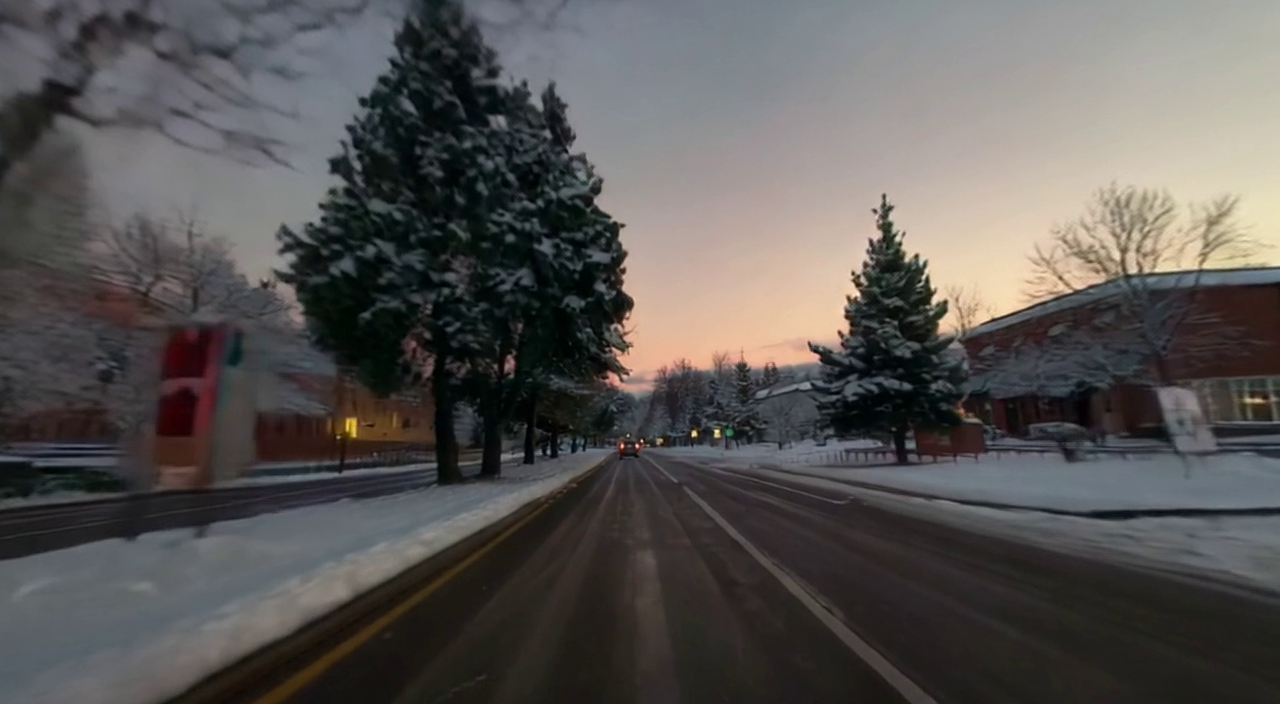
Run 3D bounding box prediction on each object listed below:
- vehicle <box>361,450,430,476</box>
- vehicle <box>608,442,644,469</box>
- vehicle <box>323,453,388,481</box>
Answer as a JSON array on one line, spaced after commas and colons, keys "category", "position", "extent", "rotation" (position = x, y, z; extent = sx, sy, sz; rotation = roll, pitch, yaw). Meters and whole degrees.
[{"category": "vehicle", "position": [-15.921, 7.264, 41.514], "extent": [2.098, 1.524, 5.102], "rotation": [-1, -9, 6]}, {"category": "vehicle", "position": [-0.875, 6.201, 37.914], "extent": [2.045, 1.510, 3.690], "rotation": [0, -9, -2]}, {"category": "vehicle", "position": [-16.135, 6.528, 36.081], "extent": [1.792, 1.413, 4.452], "rotation": [0, -9, -2]}]
